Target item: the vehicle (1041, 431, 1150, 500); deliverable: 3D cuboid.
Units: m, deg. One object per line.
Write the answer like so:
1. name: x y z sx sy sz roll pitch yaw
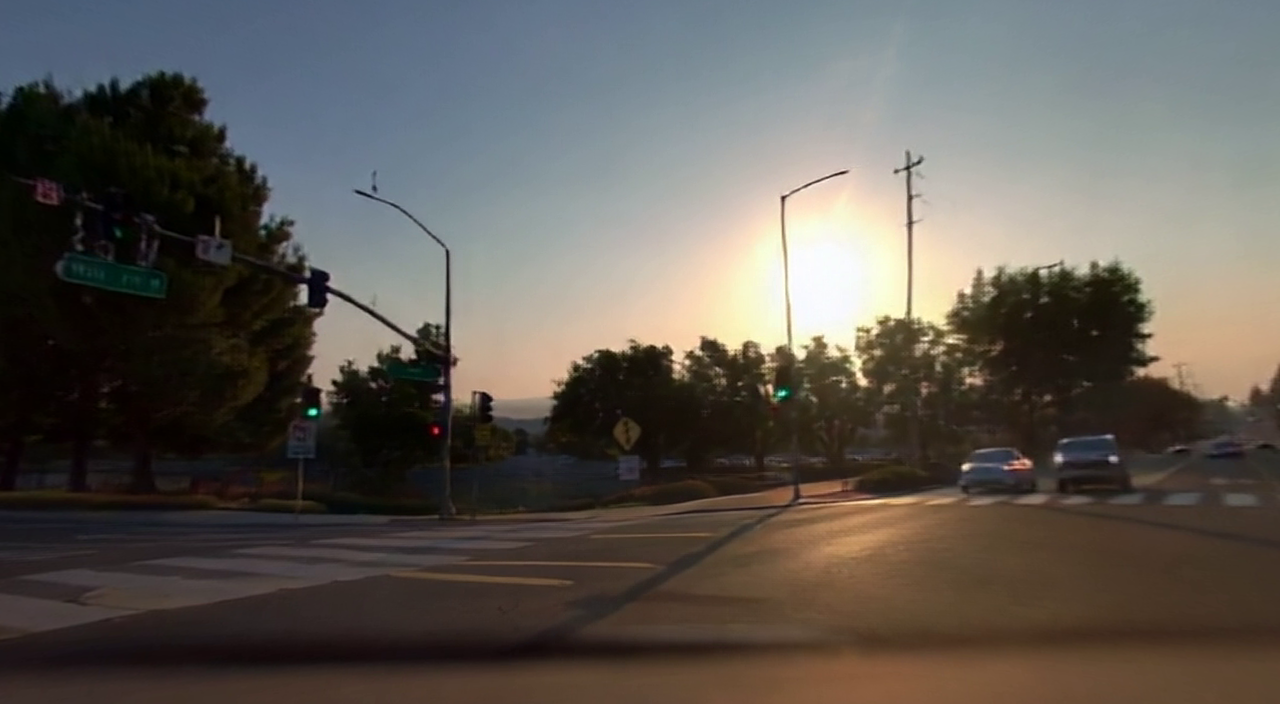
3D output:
1. vehicle: 13.179 3.225 18.052 2.090 1.697 4.341 -8 -12 39

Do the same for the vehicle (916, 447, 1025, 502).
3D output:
1. vehicle: 10.430 3.765 19.669 2.029 1.504 4.293 -8 -12 39
